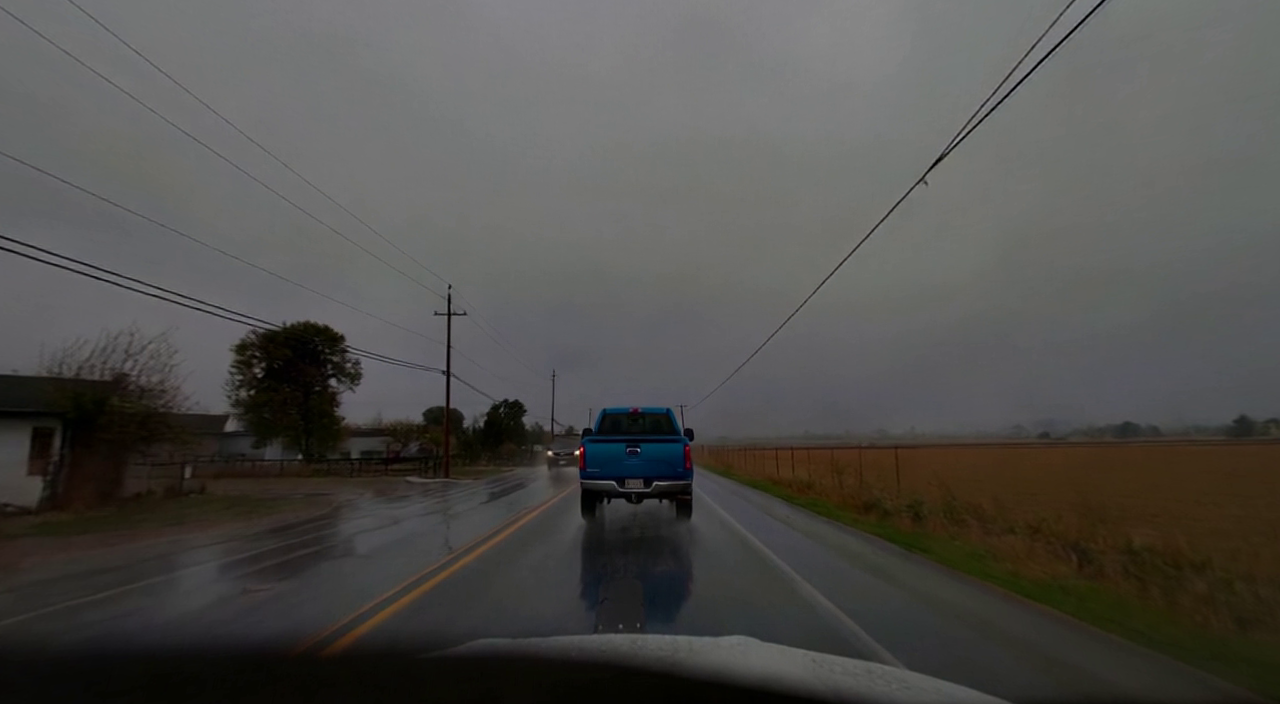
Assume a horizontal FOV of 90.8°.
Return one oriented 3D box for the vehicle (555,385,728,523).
[{"bbox_3d":[-0.039,2.256,14.382,2.912,2.320,7.292,0,-8,-1],"label":"vehicle"}]
